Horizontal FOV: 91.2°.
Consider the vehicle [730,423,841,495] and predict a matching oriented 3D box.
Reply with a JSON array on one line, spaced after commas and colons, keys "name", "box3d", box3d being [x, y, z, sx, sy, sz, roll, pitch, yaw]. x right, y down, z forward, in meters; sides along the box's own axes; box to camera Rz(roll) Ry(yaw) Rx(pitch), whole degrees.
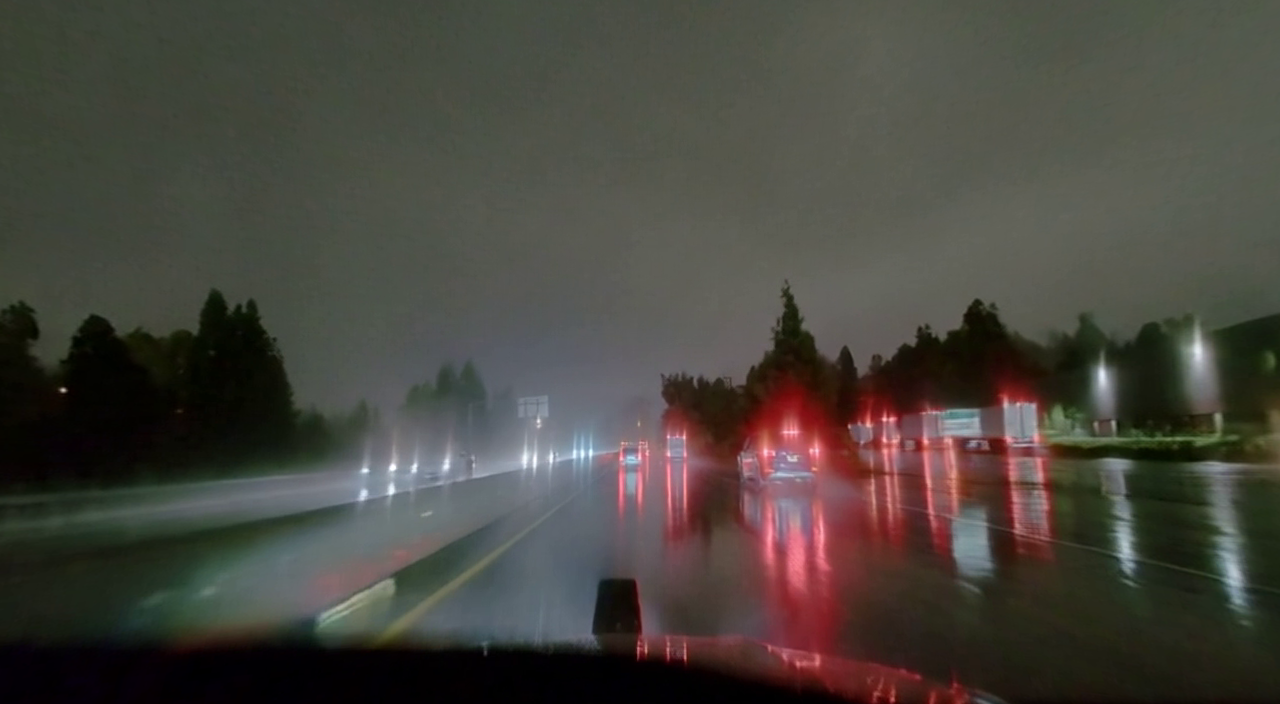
[{"name": "vehicle", "box3d": [4.322, 3.293, 19.561, 2.261, 1.952, 4.784, 0, -9, -1]}]

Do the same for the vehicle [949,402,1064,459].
[{"name": "vehicle", "box3d": [27.014, 6.035, 47.004, 2.971, 3.746, 10.126, -1, -9, 3]}]

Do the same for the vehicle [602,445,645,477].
[{"name": "vehicle", "box3d": [-0.806, 5.498, 31.818, 2.029, 1.483, 3.769, 0, -9, -1]}]

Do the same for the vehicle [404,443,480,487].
[{"name": "vehicle", "box3d": [-9.150, 5.238, 29.367, 2.126, 1.851, 4.357, 0, -9, 0]}]

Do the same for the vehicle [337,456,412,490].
[{"name": "vehicle", "box3d": [-13.265, 6.068, 31.643, 1.955, 1.511, 4.111, 0, -9, 0]}]
